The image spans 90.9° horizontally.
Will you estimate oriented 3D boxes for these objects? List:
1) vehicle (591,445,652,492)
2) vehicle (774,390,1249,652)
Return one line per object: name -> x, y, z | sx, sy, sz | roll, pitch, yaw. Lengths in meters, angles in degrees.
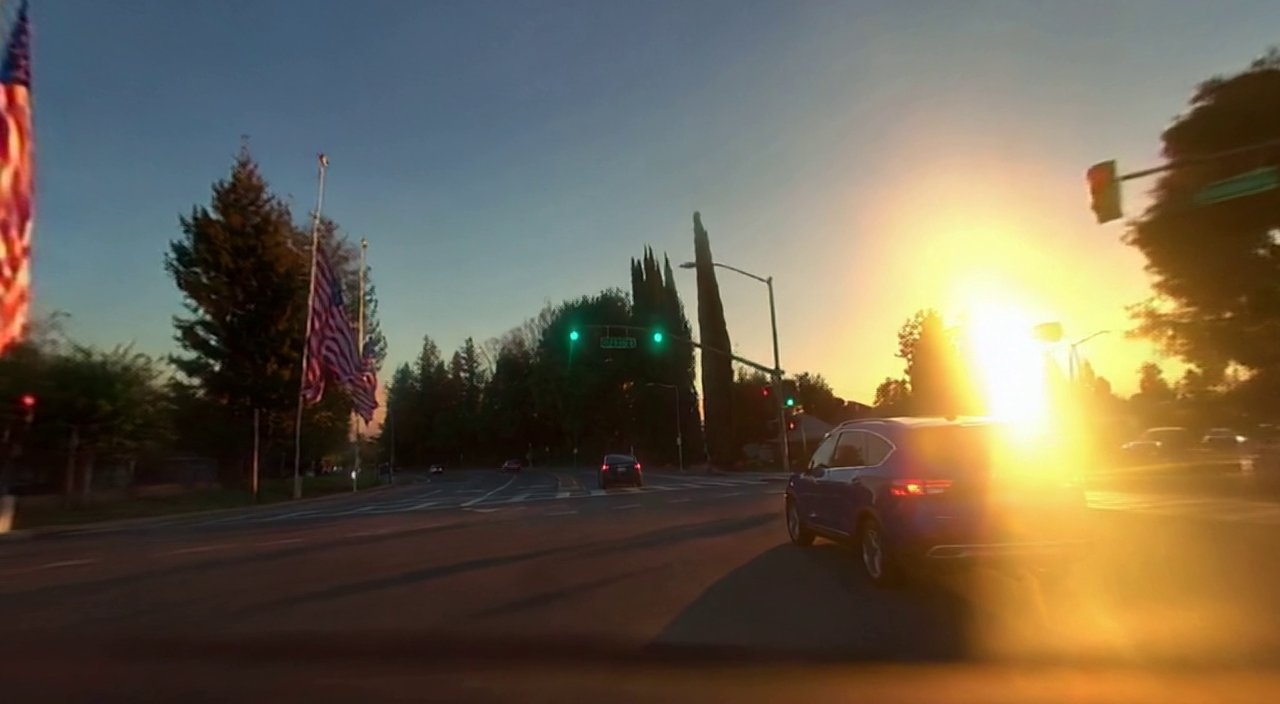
vehicle -> -0.912, 4.944, 27.183 | 2.185, 1.822, 4.583 | 1, -8, -7
vehicle -> 2.908, 1.431, 6.456 | 2.024, 1.686, 4.588 | 0, -8, 0
